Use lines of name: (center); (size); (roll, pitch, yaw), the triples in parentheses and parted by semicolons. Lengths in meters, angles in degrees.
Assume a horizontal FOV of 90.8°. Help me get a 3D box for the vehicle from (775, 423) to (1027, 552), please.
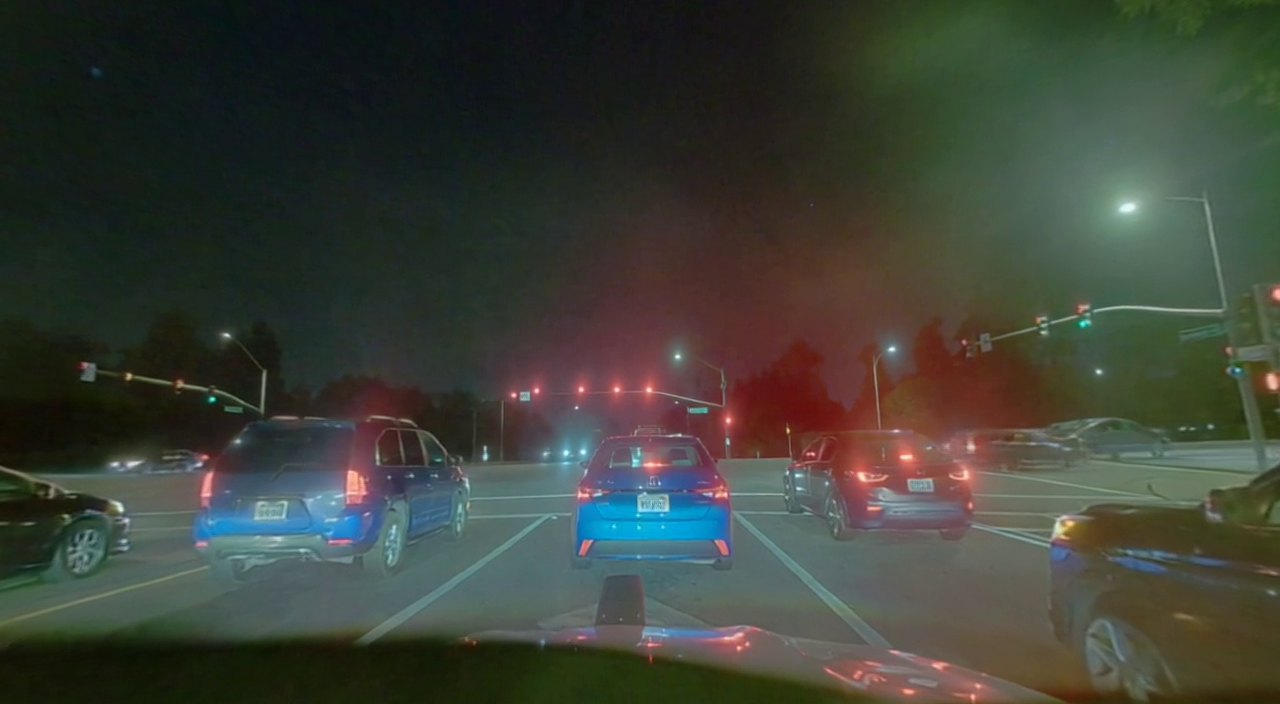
vehicle: (3.537, 1.921, 9.647); (1.874, 1.487, 4.404); (0, -9, -1)

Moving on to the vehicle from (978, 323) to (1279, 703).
vehicle: (3.289, 0.709, 1.854); (2.178, 1.691, 4.314); (0, -9, 0)

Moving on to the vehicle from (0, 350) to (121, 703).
vehicle: (-3.337, 0.555, 0.500); (2.034, 1.655, 4.465); (0, -9, 0)

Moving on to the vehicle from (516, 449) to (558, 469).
vehicle: (-7.961, 8.184, 48.408); (1.996, 1.442, 4.629); (4, -9, -24)

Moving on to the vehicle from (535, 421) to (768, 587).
vehicle: (0.049, 1.689, 7.826); (2.114, 1.482, 4.056); (0, -9, -2)

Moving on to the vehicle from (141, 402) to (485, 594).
vehicle: (-3.428, 1.618, 7.793); (1.958, 1.693, 4.242); (0, -9, 0)
